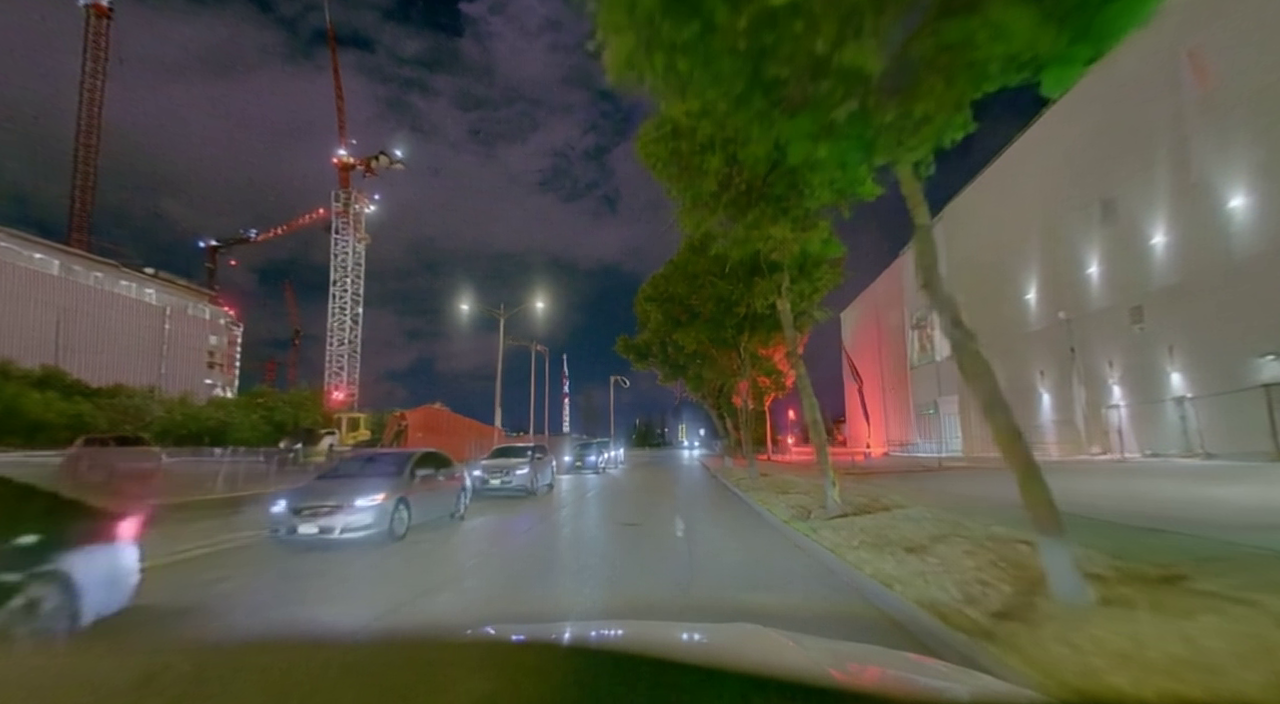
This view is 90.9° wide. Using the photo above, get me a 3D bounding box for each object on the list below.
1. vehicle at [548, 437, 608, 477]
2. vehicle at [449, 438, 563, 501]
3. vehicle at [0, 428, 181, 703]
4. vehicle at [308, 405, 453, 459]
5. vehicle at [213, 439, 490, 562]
[{"bbox_3d":[-2.656,4.625,28.066,1.980,1.635,4.153,-1,-8,4],"label":"vehicle"},{"bbox_3d":[-3.461,3.097,17.220,1.948,1.460,4.394,-1,-8,3],"label":"vehicle"},{"bbox_3d":[-4.083,0.998,2.256,1.806,1.451,3.878,-1,-8,3],"label":"vehicle"},{"bbox_3d":[-12.398,3.862,30.319,6.039,2.449,2.273,-1,-8,9],"label":"vehicle"},{"bbox_3d":[-3.958,2.061,9.686,1.996,1.411,4.370,-1,-8,3],"label":"vehicle"}]
